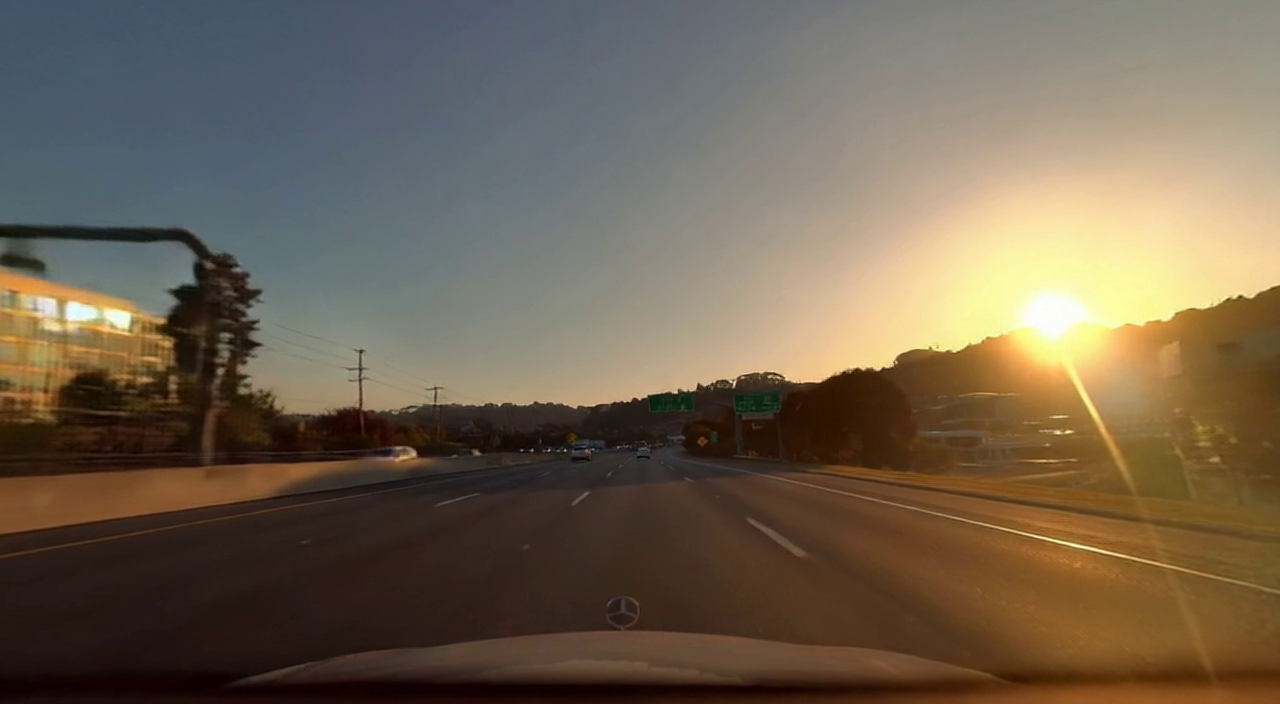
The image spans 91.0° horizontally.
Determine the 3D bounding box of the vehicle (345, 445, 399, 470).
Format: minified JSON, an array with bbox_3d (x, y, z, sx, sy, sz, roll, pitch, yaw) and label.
[{"bbox_3d":[-16.295,6.405,38.446,1.623,1.467,3.634,-1,-9,2],"label":"vehicle"}]
